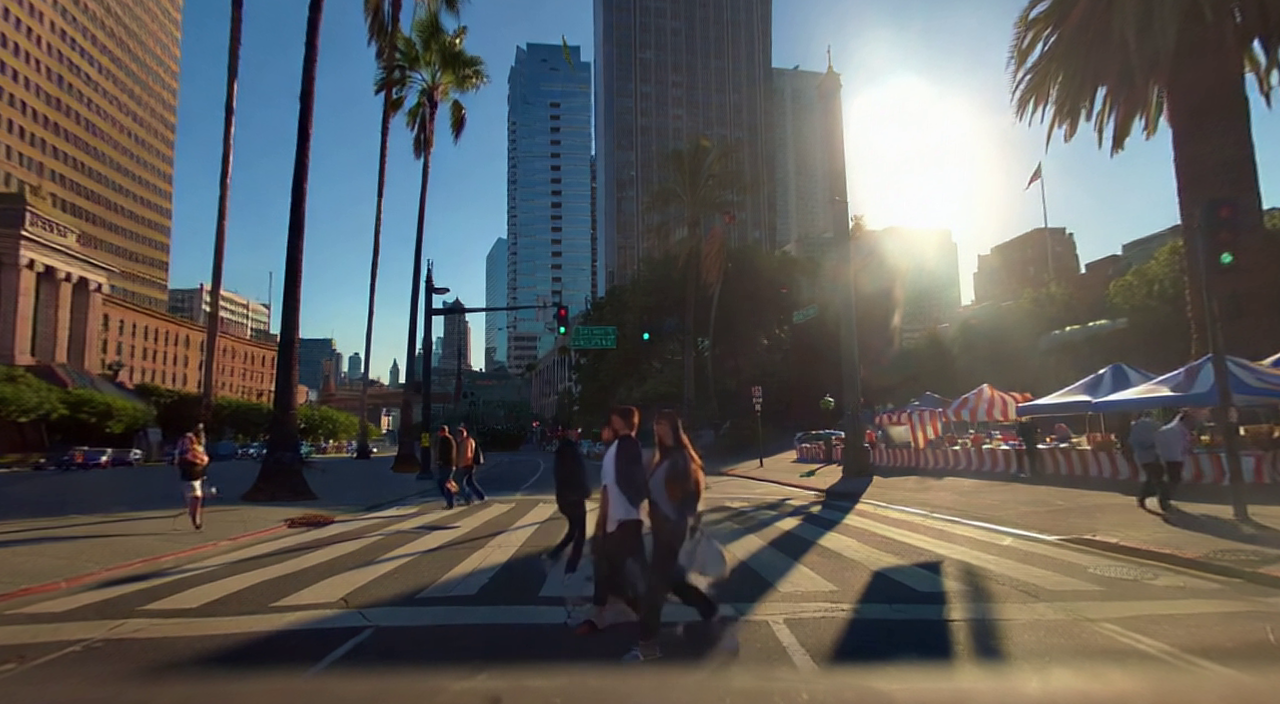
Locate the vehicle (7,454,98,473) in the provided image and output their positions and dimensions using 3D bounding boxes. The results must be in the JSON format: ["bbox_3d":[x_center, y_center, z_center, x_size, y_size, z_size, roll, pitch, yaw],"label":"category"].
[{"bbox_3d":[-45.939,8.711,49.570,2.121,1.294,5.167,0,-8,1],"label":"vehicle"}]

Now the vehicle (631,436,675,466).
[{"bbox_3d":[0.893,7.262,46.546,2.322,2.071,5.366,1,-9,-9],"label":"vehicle"}]
